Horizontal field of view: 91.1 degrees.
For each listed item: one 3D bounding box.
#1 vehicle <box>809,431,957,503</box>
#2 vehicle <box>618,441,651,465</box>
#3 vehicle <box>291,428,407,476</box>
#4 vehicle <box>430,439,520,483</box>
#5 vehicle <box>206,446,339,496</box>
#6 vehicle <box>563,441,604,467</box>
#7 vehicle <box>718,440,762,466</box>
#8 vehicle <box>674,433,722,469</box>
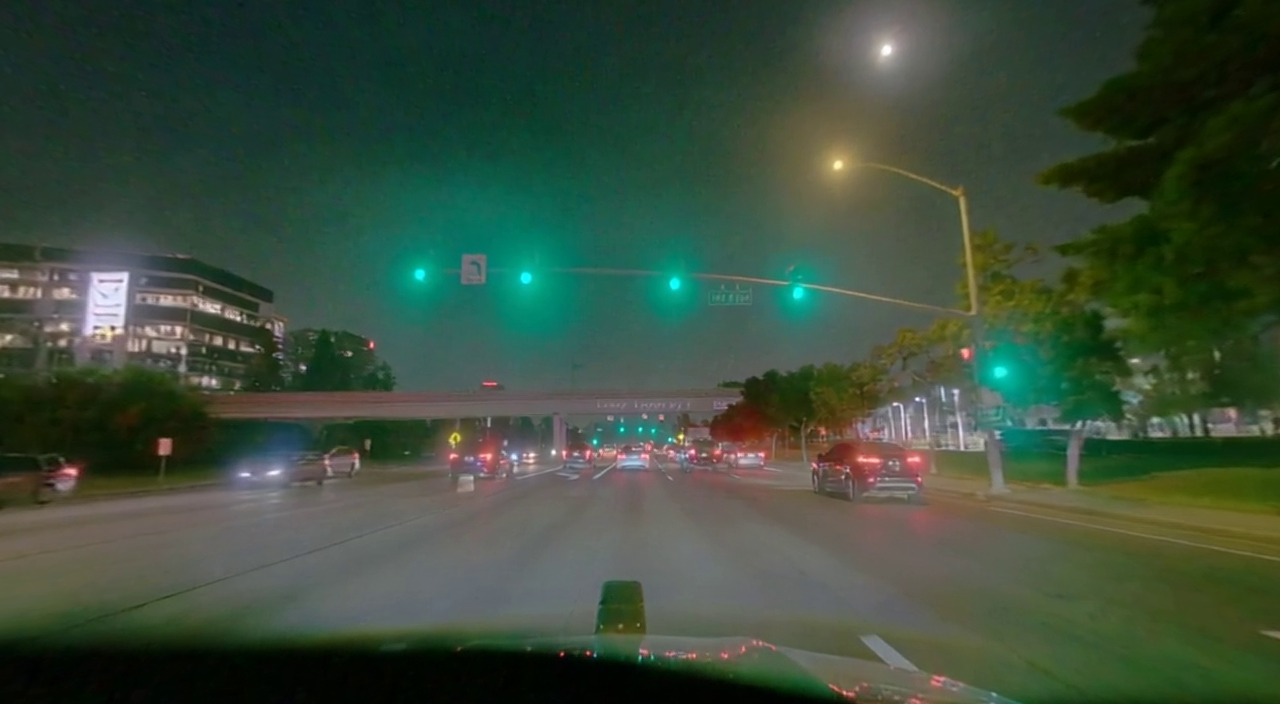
[{"bbox_3d":[6.210,2.988,16.752,2.056,1.624,4.498,0,-8,-1],"label":"vehicle"},{"bbox_3d":[-0.372,6.562,40.789,2.026,1.453,3.780,0,-8,0],"label":"vehicle"},{"bbox_3d":[-19.199,6.725,42.437,3.019,2.822,10.028,0,-8,0],"label":"vehicle"},{"bbox_3d":[-5.962,3.987,23.284,2.070,1.488,4.376,0,-8,1],"label":"vehicle"},{"bbox_3d":[-12.245,3.945,21.303,1.802,1.478,4.391,0,-8,1],"label":"vehicle"},{"bbox_3d":[-3.334,6.152,37.903,2.041,1.466,4.212,0,-8,0],"label":"vehicle"},{"bbox_3d":[6.188,6.311,39.459,1.924,1.527,4.268,0,-8,-2],"label":"vehicle"},{"bbox_3d":[3.005,5.273,33.463,2.034,1.762,4.420,0,-8,-1],"label":"vehicle"}]
